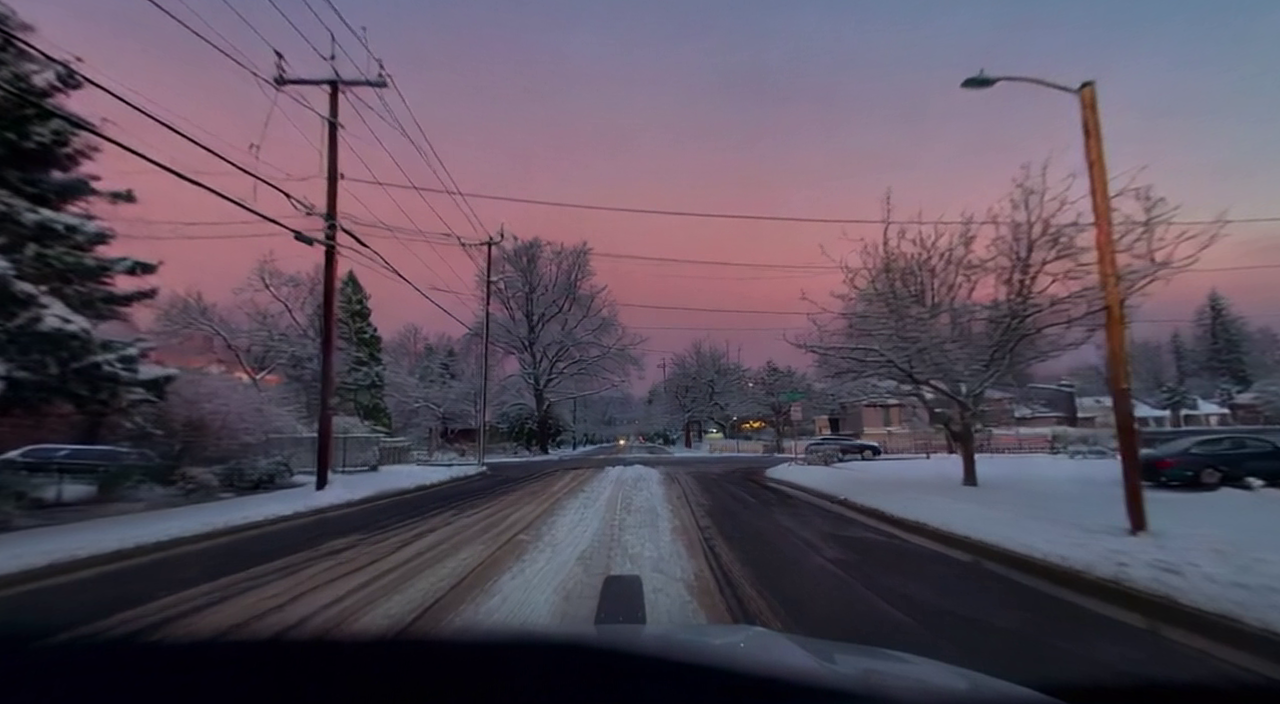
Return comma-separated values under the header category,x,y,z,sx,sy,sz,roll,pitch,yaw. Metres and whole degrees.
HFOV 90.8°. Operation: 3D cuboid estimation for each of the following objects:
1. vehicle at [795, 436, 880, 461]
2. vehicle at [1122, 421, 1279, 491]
category,x,y,z,sx,sy,sz,roll,pitch,yaw
vehicle,11.912,5.824,38.240,4.452,1.482,2.017,2,-8,-12
vehicle,14.515,2.403,14.752,4.737,1.493,2.001,-1,-8,3
